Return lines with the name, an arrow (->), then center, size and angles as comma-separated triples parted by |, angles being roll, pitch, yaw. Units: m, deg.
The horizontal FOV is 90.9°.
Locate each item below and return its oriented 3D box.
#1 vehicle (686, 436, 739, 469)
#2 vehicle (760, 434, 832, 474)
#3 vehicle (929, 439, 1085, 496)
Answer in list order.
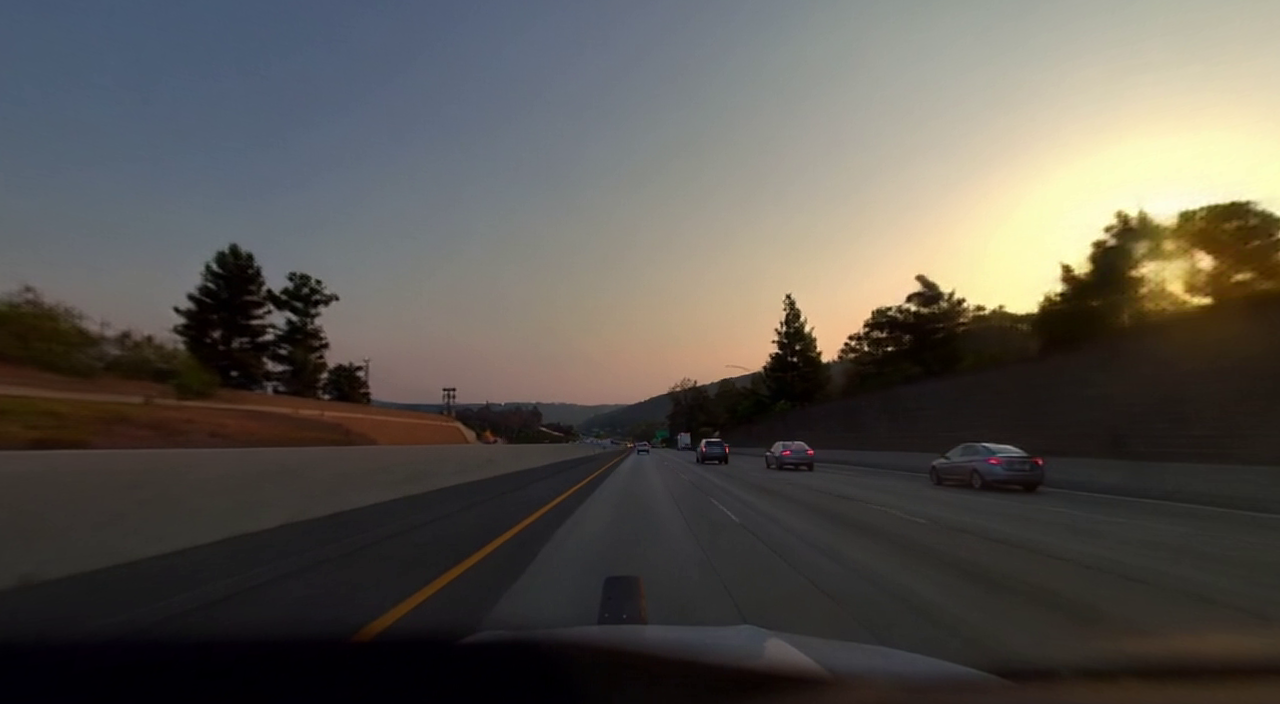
vehicle -> 3.824, 5.392, 33.928 | 2.326, 1.644, 4.206 | 0, -8, -1
vehicle -> 7.238, 4.795, 29.833 | 2.178, 1.749, 4.570 | 0, -8, -1
vehicle -> 10.698, 3.367, 18.871 | 1.970, 1.479, 4.480 | 0, -8, 0
